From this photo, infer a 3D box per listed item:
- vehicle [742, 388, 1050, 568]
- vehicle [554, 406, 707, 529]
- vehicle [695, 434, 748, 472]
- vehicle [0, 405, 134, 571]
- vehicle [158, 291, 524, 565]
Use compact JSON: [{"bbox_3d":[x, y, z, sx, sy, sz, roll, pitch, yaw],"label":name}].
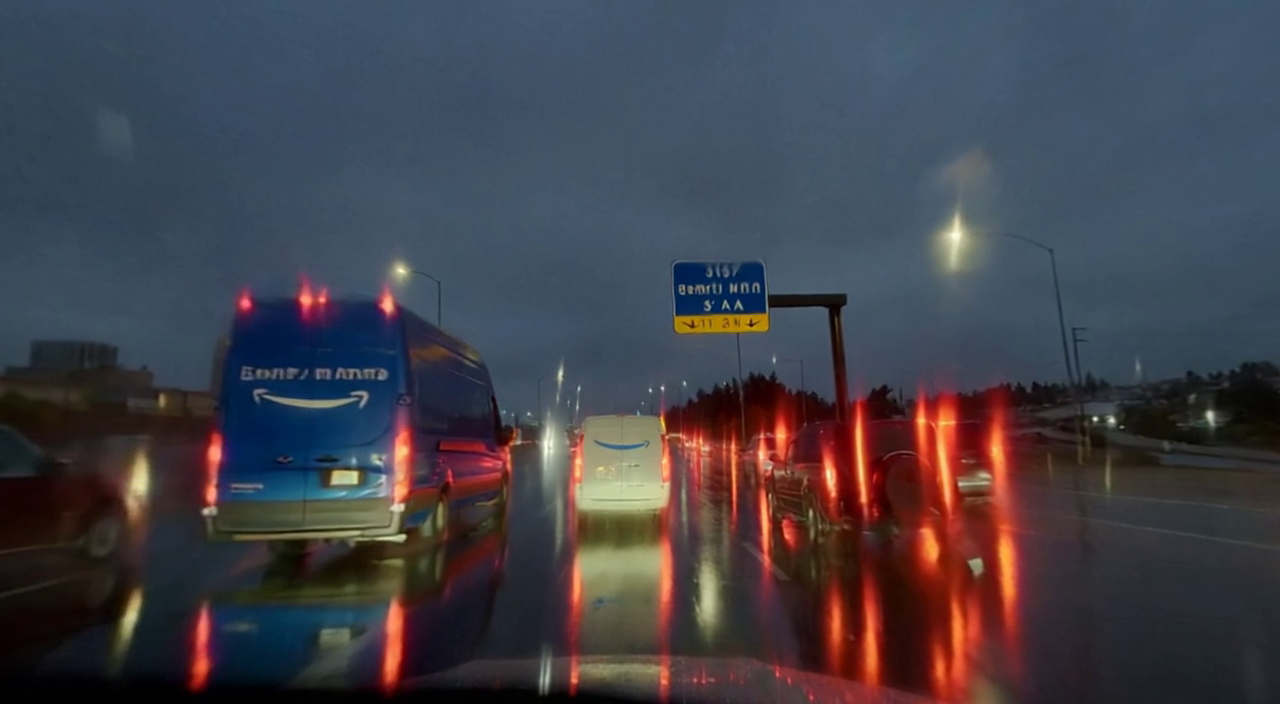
[{"bbox_3d":[3.148,1.721,9.339,2.341,1.890,5.144,1,-8,-1],"label":"vehicle"},{"bbox_3d":[-0.138,2.056,11.683,2.287,1.823,4.369,0,-8,0],"label":"vehicle"},{"bbox_3d":[3.948,4.953,31.106,2.064,1.720,4.416,0,-8,0],"label":"vehicle"},{"bbox_3d":[-7.182,1.183,5.253,2.031,1.583,4.646,0,-8,0],"label":"vehicle"},{"bbox_3d":[-3.675,1.240,9.872,2.415,2.821,6.636,0,-8,0],"label":"vehicle"}]
